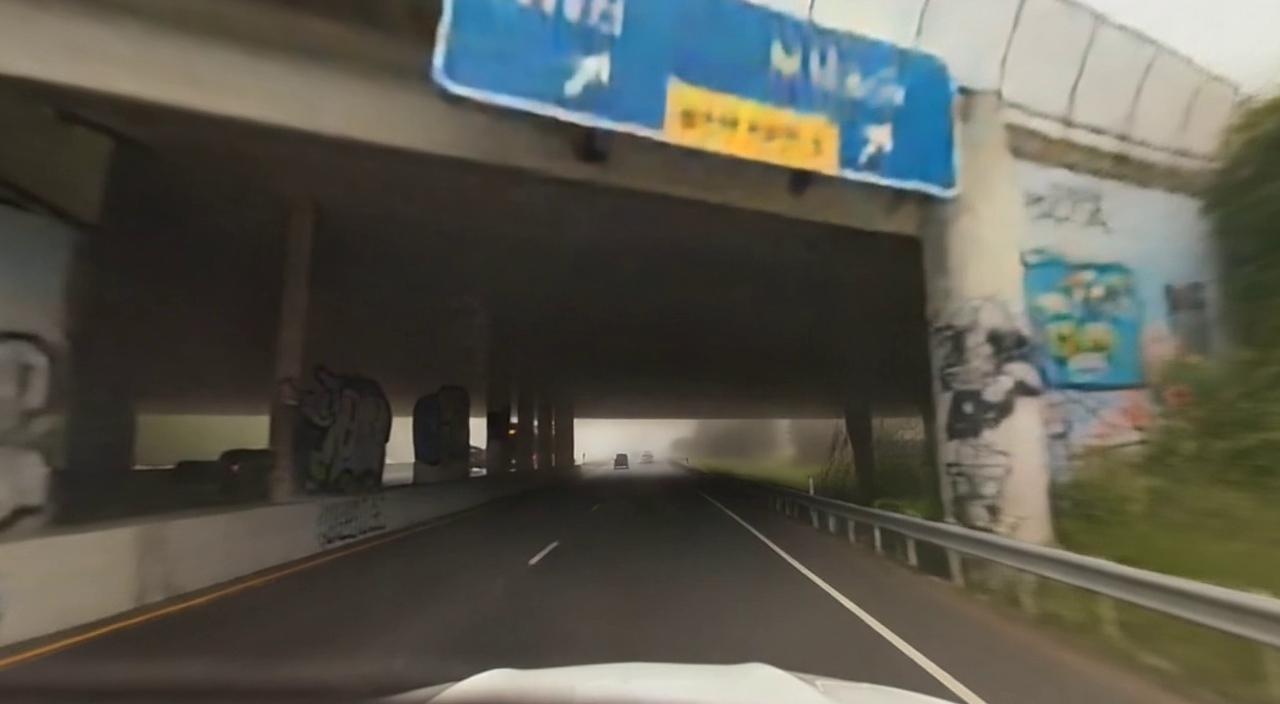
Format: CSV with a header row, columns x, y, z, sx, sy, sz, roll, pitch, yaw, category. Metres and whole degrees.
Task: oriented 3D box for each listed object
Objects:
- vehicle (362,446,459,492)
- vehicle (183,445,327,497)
x,y,z,sx,sy,sz,roll,pitch,yaw,category
-8.856,4.520,24.848,1.979,1.600,4.516,0,-8,2,vehicle
-13.361,4.119,22.333,2.059,1.615,4.688,0,-8,1,vehicle
